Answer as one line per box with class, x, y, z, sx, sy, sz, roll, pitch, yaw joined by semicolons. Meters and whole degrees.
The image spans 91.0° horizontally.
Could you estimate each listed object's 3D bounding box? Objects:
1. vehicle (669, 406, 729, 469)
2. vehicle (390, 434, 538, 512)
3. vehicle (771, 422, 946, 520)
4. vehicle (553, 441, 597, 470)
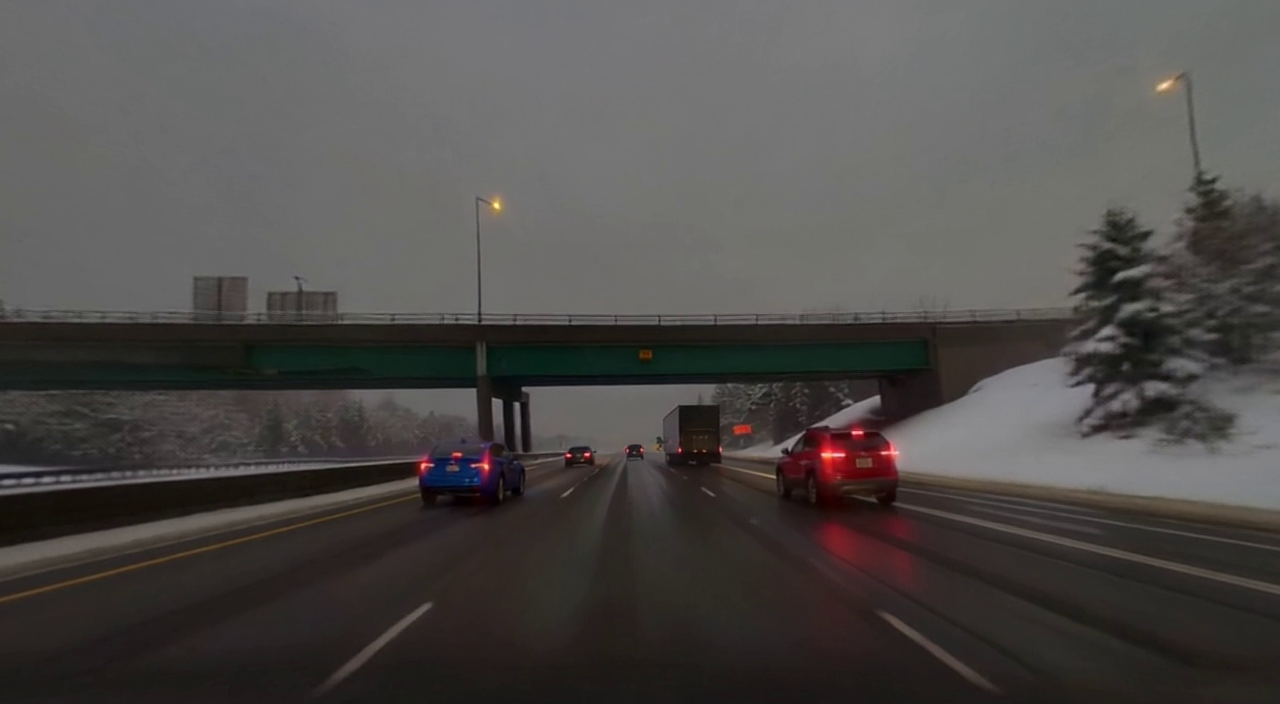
vehicle;3.669;5.769;42.072;2.824;3.585;11.410;-1;-8;-1
vehicle;-3.794;2.683;14.534;2.122;1.486;4.532;-1;-8;0
vehicle;4.134;2.306;12.740;2.001;1.625;4.088;0;-8;-1
vehicle;-3.565;5.757;35.096;2.064;1.479;4.370;0;-8;-1
